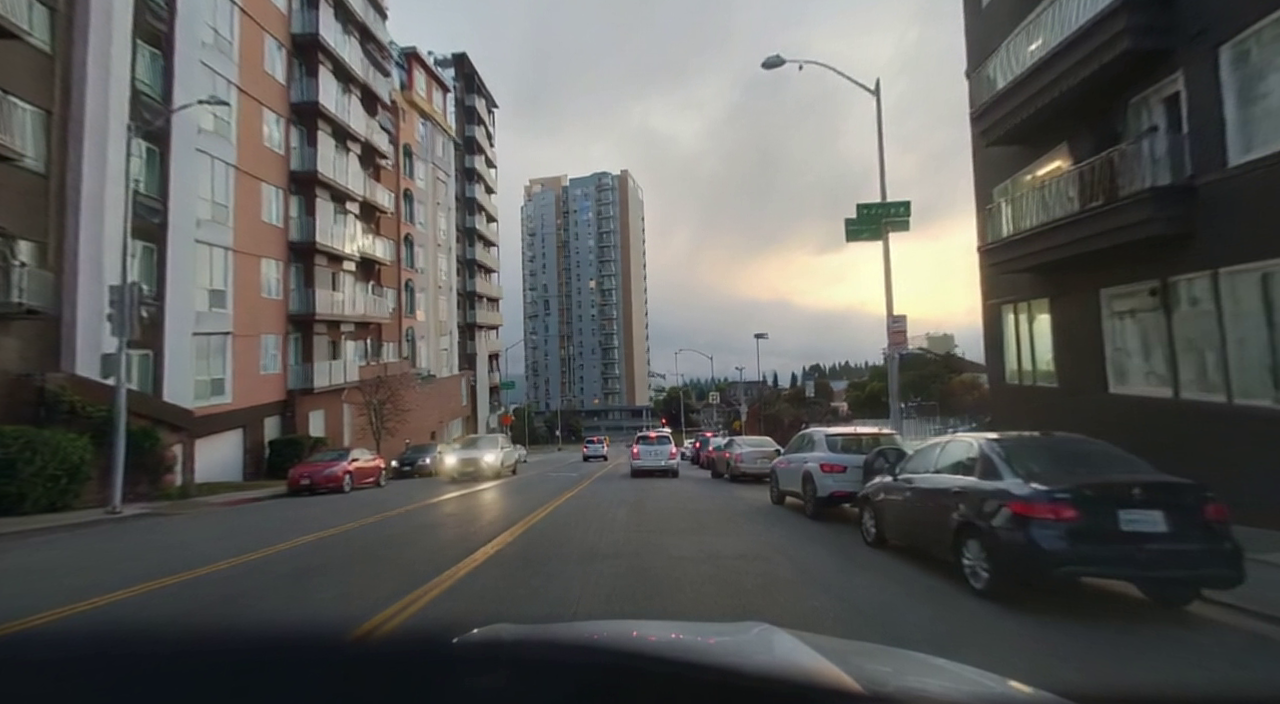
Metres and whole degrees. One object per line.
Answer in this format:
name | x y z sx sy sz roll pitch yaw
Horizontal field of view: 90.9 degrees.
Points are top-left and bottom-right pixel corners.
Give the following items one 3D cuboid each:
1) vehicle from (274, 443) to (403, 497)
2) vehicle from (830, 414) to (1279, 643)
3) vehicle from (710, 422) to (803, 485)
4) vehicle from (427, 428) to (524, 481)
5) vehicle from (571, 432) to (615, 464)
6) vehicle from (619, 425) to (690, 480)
vehicle | -9.274 3.642 19.879 2.021 1.474 4.337 0 -9 -1
vehicle | 3.582 1.494 6.422 2.033 1.470 4.502 0 -9 2
vehicle | 3.671 3.339 20.825 2.158 1.828 4.573 0 -9 -1
vehicle | -6.141 3.916 24.281 2.345 1.831 4.828 0 -9 1
vehicle | -2.669 5.613 36.935 2.219 1.746 4.197 0 -9 0
vehicle | 0.493 3.551 22.393 2.261 1.740 4.065 0 -9 1
